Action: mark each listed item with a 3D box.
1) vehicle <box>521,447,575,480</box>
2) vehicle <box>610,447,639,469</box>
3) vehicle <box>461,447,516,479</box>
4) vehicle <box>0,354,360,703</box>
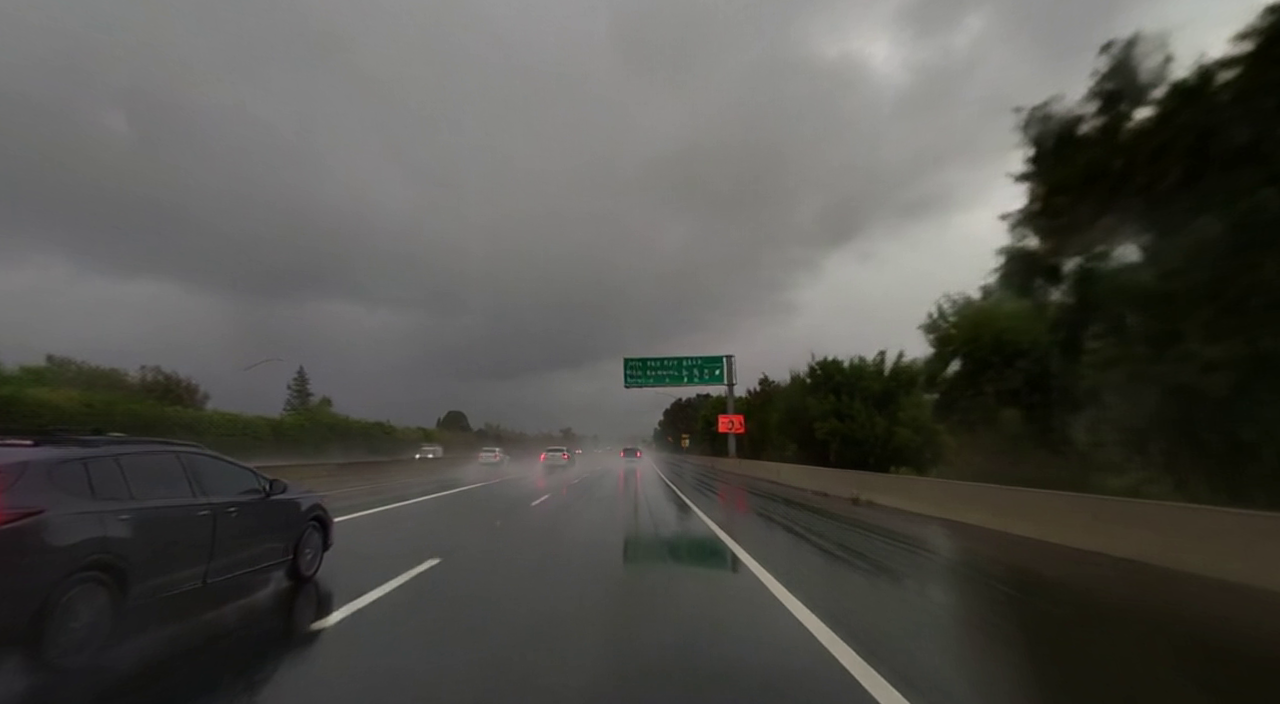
[{"bbox_3d":[-4.338,5.303,30.023,1.988,1.477,4.118,0,-9,-1],"label":"vehicle"},{"bbox_3d":[-1.076,7.656,45.382,2.023,1.479,3.718,0,-9,-1],"label":"vehicle"},{"bbox_3d":[-7.859,5.760,32.791,1.936,1.516,3.904,0,-9,0],"label":"vehicle"},{"bbox_3d":[-4.038,1.138,4.341,2.074,1.779,4.588,0,-9,-1],"label":"vehicle"}]
